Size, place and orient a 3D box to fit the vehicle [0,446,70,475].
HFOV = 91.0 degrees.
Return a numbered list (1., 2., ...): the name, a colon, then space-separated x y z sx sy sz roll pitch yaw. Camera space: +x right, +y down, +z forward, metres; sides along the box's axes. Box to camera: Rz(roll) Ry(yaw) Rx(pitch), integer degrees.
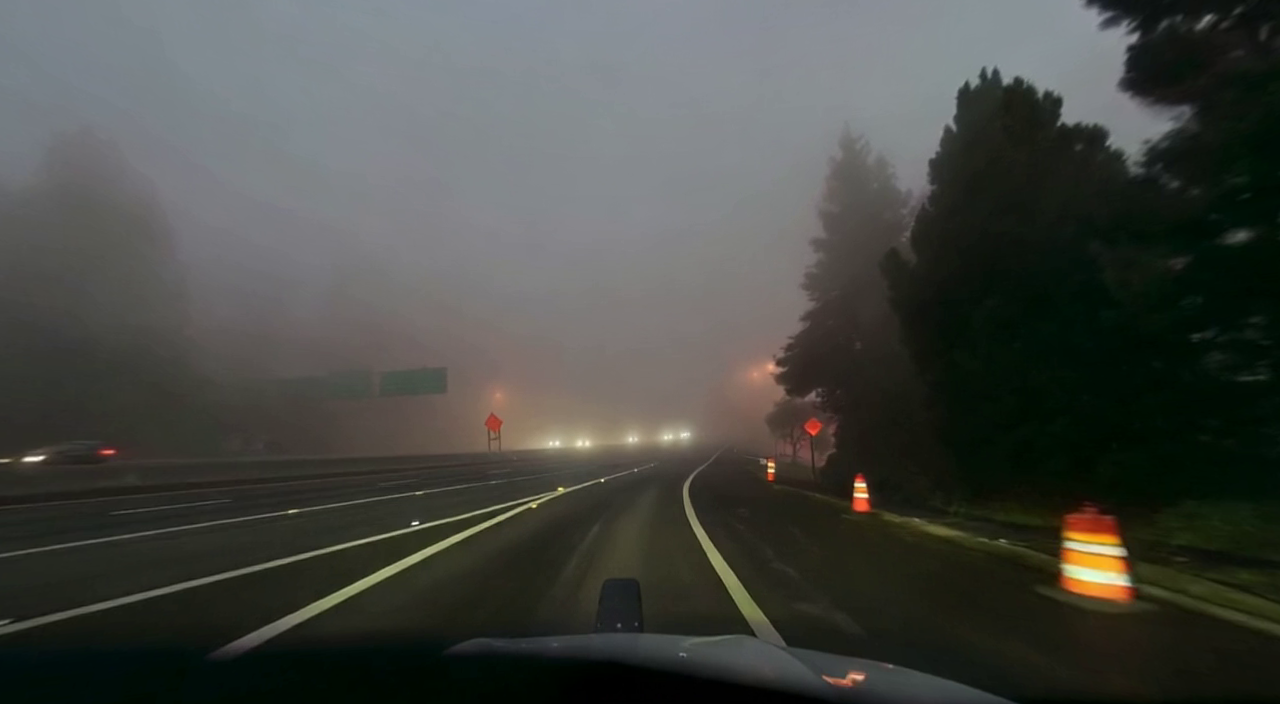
1. vehicle: -36.935 6.347 36.870 1.879 1.604 5.062 -1 -8 9
